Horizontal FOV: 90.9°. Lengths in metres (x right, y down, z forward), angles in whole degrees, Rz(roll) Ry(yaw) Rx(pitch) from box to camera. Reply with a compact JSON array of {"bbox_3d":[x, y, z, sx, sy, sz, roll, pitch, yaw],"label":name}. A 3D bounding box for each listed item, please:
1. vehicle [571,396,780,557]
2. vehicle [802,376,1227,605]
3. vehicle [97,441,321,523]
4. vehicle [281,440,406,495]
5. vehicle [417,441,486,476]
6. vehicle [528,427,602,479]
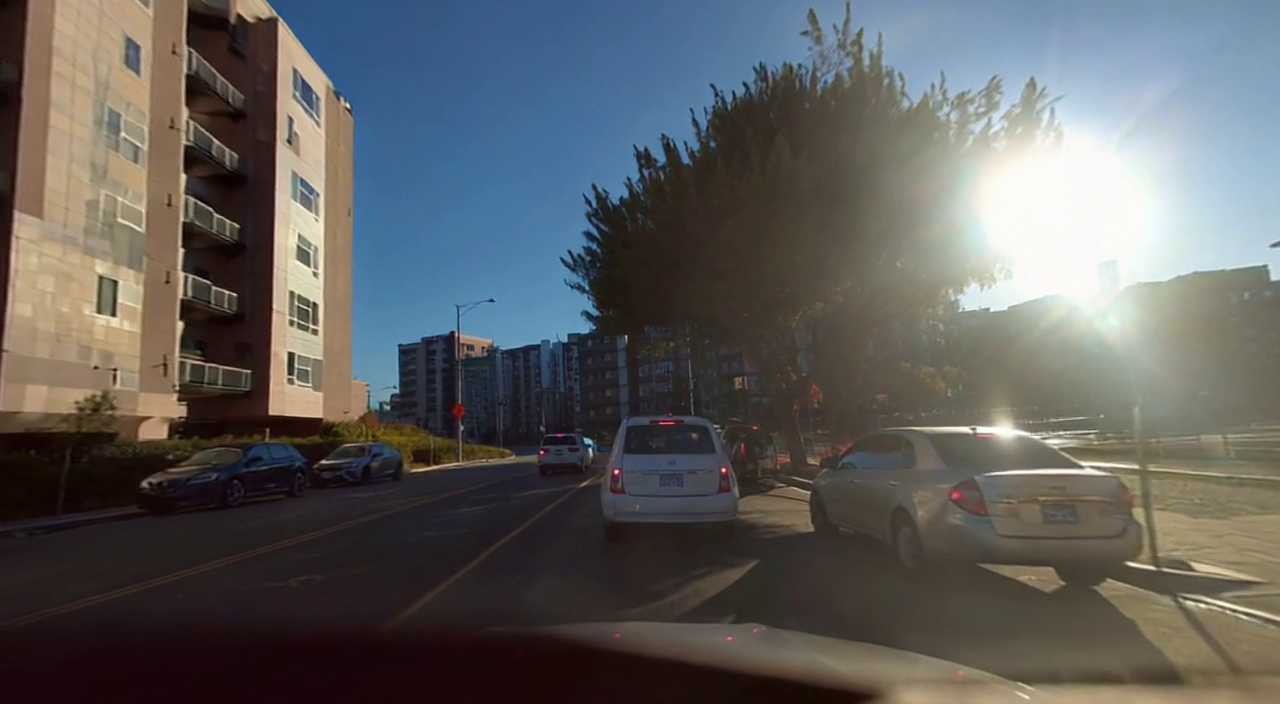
[{"bbox_3d":[0.403,1.664,8.972,2.261,1.740,4.065,0,-9,1],"label":"vehicle"},{"bbox_3d":[3.605,1.446,7.425,2.158,1.828,4.573,0,-8,0],"label":"vehicle"},{"bbox_3d":[-9.434,2.834,14.378,2.002,1.546,4.339,0,-8,1],"label":"vehicle"},{"bbox_3d":[-9.363,3.651,20.380,1.955,1.555,4.424,0,-8,-2],"label":"vehicle"},{"bbox_3d":[-9.015,5.137,30.579,1.998,1.547,4.826,0,-9,-2],"label":"vehicle"},{"bbox_3d":[-2.690,3.747,23.556,2.219,1.746,4.197,0,-8,0],"label":"vehicle"}]
